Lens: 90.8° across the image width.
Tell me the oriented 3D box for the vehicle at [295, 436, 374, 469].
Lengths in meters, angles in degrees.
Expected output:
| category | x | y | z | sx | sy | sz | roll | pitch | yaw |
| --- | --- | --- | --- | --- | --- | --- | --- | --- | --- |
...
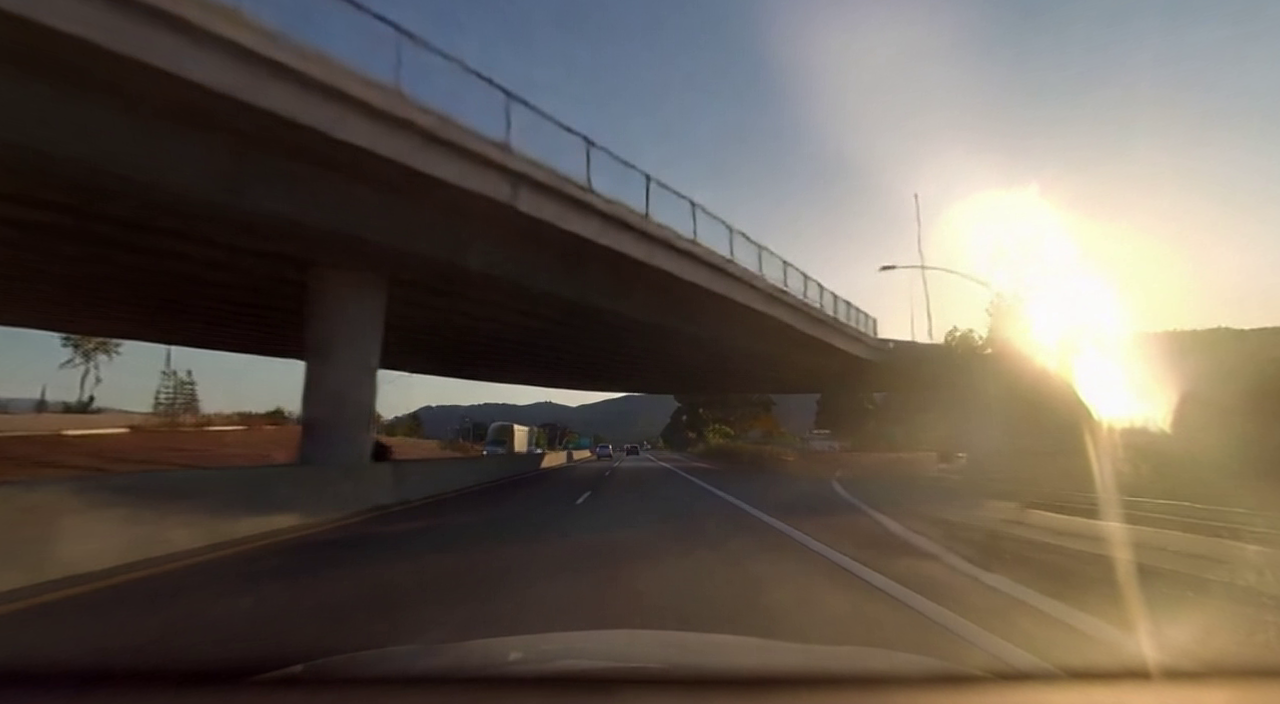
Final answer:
| category | x | y | z | sx | sy | sz | roll | pitch | yaw |
| --- | --- | --- | --- | --- | --- | --- | --- | --- | --- |
| vehicle | -15.441 | 5.119 | 32.163 | 1.848 | 1.517 | 4.275 | 0 | -9 | 0 |
